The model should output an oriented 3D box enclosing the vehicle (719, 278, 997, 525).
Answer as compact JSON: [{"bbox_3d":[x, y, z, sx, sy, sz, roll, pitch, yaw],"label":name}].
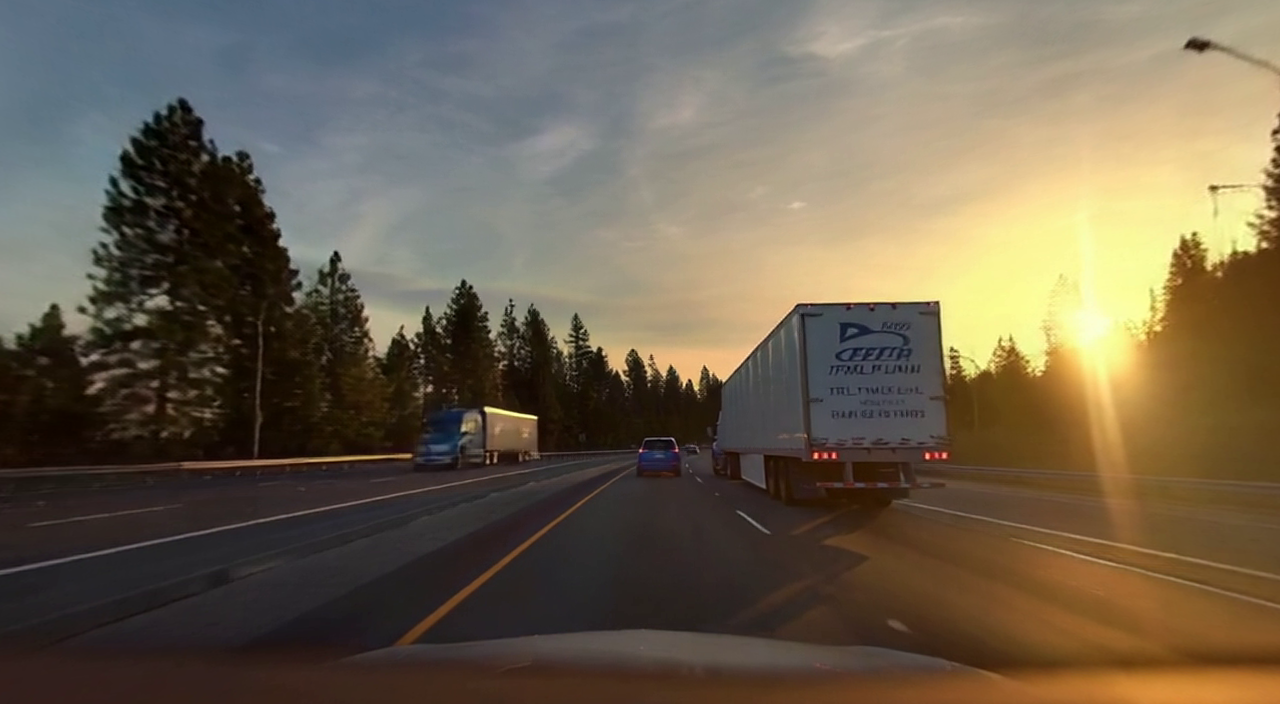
[{"bbox_3d":[4.647,2.060,18.915,2.899,4.160,16.621,-1,-9,2],"label":"vehicle"}]

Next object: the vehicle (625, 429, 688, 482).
[{"bbox_3d":[0.651,4.034,24.776,2.222,1.848,4.610,-1,-8,2],"label":"vehicle"}]

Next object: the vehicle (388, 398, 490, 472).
[{"bbox_3d":[-12.000,5.144,38.712,3.038,3.995,8.330,-1,-8,4],"label":"vehicle"}]
